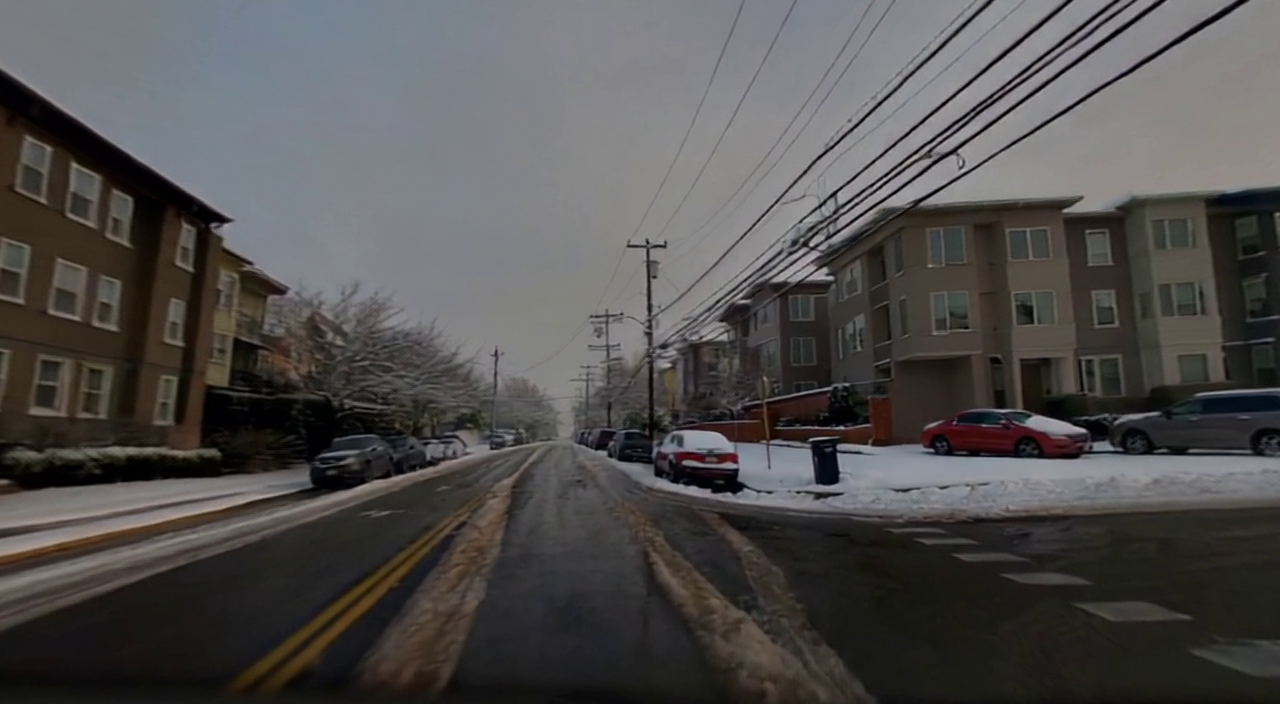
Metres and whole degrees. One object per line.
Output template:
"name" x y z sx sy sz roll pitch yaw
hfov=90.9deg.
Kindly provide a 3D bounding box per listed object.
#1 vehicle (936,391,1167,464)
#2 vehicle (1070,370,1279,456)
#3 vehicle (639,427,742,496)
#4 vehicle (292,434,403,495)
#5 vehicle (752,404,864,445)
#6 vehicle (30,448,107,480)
"vehicle" 10.665 2.036 16.703 1.897 1.659 4.648 6 -10 -38
"vehicle" 14.689 1.633 16.200 2.153 1.976 5.514 6 -10 -40
"vehicle" 1.188 2.832 16.762 1.914 1.591 3.892 1 -8 -8
"vehicle" -8.986 3.435 19.815 1.913 1.672 4.267 1 -8 -7
"vehicle" 8.378 3.787 32.203 2.152 1.875 5.778 4 -9 -27
"vehicle" -35.683 6.974 39.469 1.575 1.402 3.580 -4 -3 -2
